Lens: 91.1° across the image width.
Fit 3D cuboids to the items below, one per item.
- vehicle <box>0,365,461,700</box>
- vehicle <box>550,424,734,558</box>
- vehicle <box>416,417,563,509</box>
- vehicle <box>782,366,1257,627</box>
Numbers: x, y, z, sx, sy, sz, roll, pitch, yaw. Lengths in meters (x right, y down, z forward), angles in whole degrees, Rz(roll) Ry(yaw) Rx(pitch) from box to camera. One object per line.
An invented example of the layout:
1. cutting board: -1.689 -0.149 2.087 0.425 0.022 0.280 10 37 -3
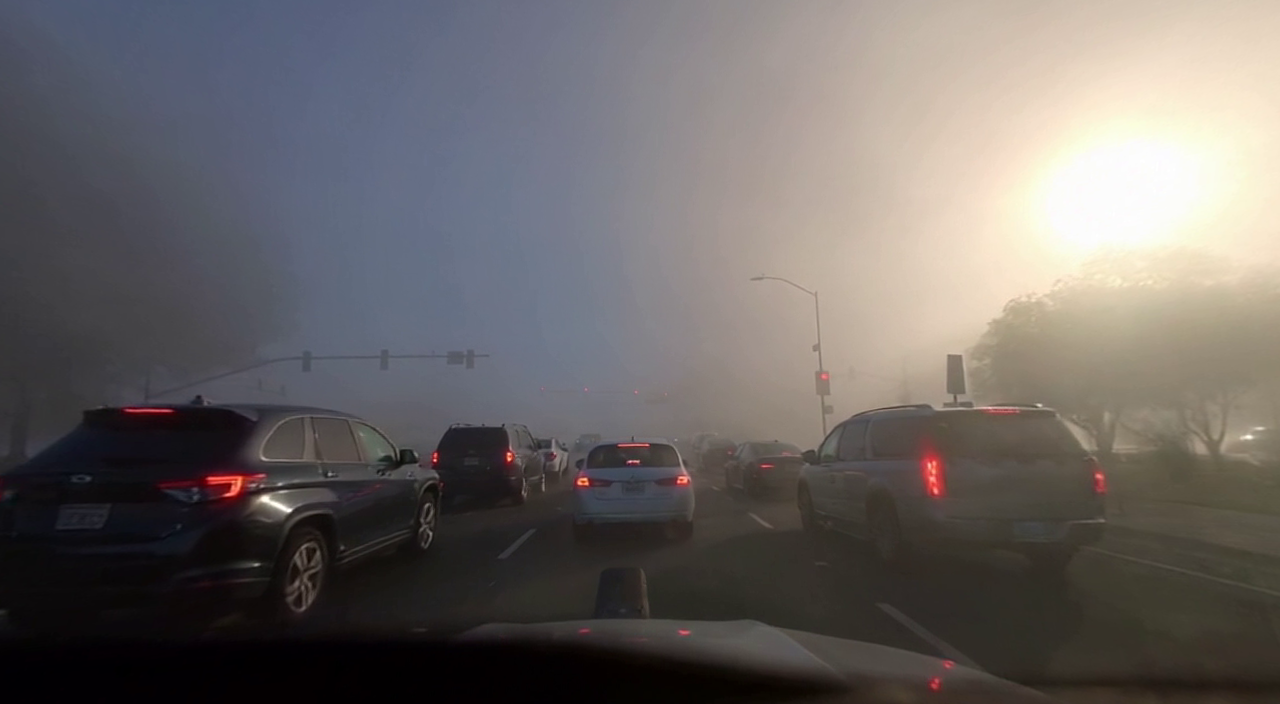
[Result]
1. vehicle: -3.152 1.223 5.409 1.912 1.703 4.261 0 -8 1
2. vehicle: 0.009 1.823 8.906 2.021 1.461 3.862 0 -8 -1
3. vehicle: -3.213 2.508 14.601 2.117 1.772 4.619 0 -8 2
4. vehicle: 3.235 1.362 6.874 2.141 1.833 4.704 0 -8 -2
